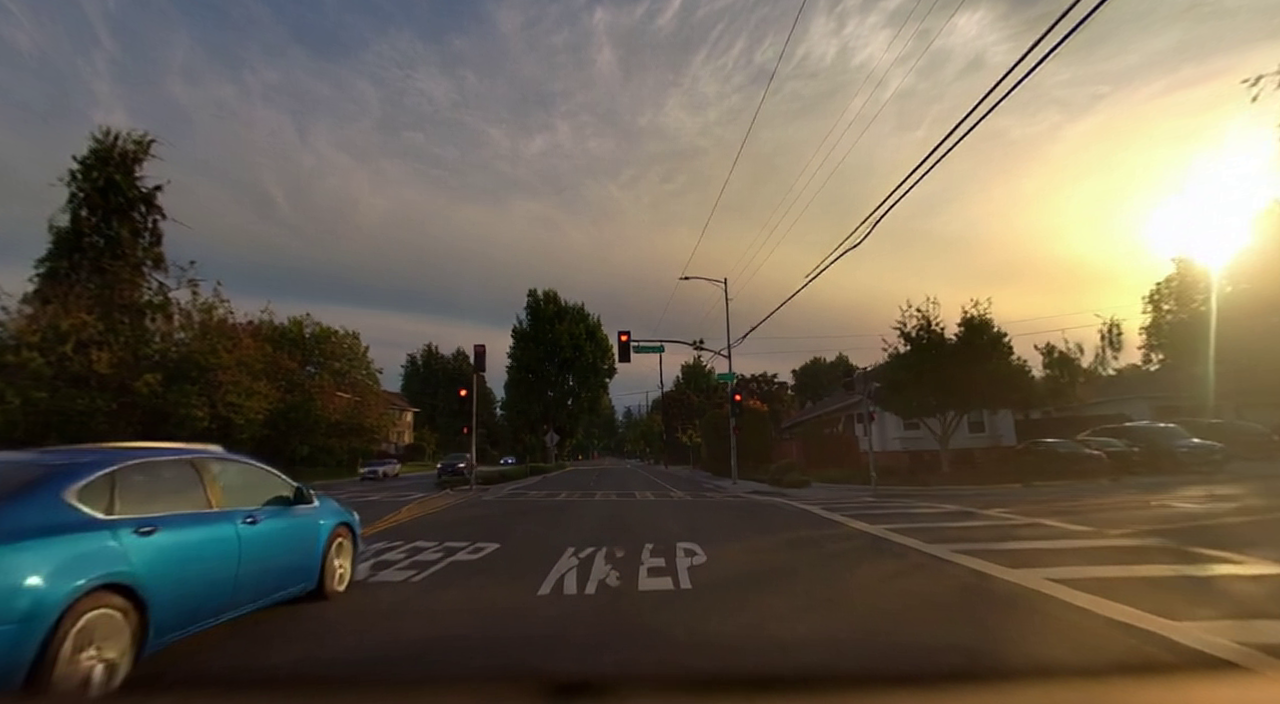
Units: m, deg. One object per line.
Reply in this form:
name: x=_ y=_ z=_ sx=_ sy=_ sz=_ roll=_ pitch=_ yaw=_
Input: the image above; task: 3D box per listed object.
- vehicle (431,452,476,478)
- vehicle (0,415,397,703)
vehicle: x=-14.502 y=8.765 z=49.303 sx=2.115 sy=1.794 sz=4.961 roll=0 pitch=-9 yaw=-2
vehicle: x=-3.683 y=1.324 z=4.625 sx=1.980 sy=1.508 sz=4.502 roll=0 pitch=-9 yaw=0
